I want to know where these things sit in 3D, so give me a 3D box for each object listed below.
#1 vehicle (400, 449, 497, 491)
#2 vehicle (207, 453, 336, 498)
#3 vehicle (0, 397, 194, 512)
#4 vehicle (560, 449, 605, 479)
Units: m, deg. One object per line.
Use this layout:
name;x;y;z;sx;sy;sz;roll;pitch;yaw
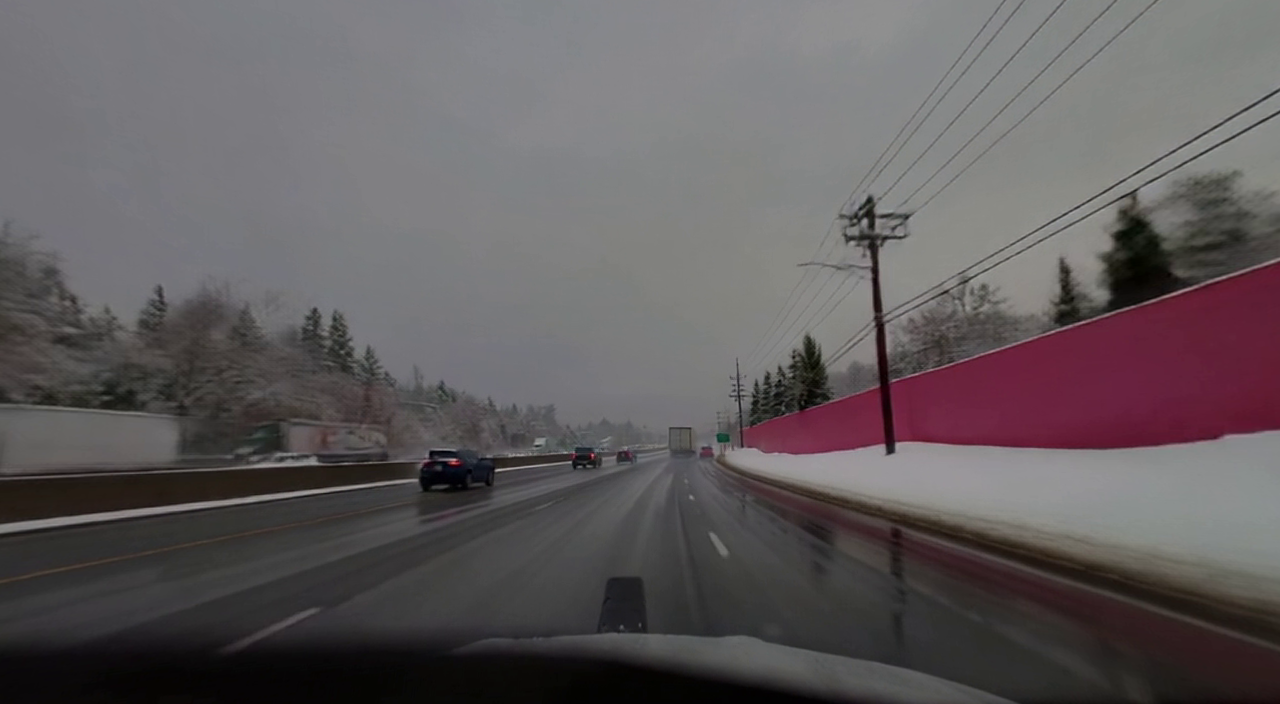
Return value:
vehicle;-7.405;4.611;25.008;2.142;1.503;4.767;-1;-9;3
vehicle;-15.223;5.095;26.477;2.109;1.677;5.175;-1;-9;3
vehicle;-19.634;3.511;21.812;2.897;3.310;6.960;-1;-9;3
vehicle;-3.135;6.190;35.030;1.966;1.565;3.766;-1;-9;3
